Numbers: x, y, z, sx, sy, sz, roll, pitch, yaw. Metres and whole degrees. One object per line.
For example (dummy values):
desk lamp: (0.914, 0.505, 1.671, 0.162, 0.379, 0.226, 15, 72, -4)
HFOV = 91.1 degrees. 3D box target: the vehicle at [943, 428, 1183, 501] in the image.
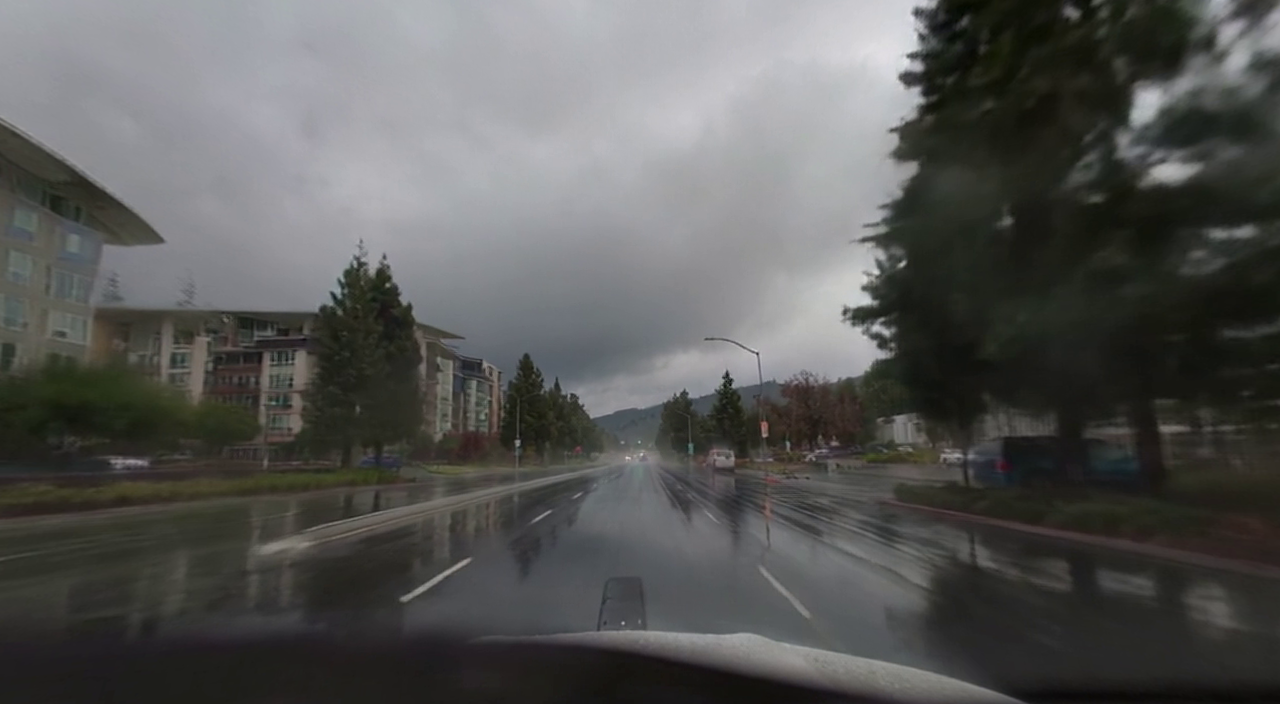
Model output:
vehicle: (11.269, 3.030, 17.060, 4.903, 1.831, 2.098, 0, -8, 2)
